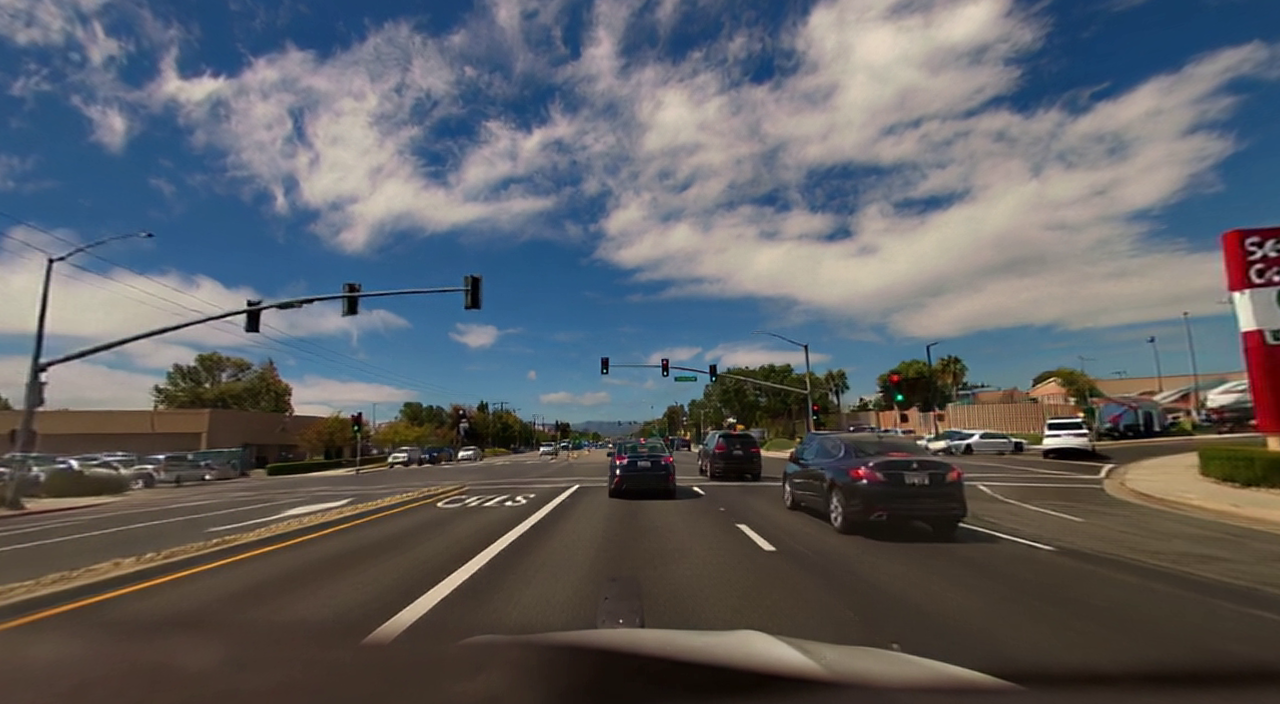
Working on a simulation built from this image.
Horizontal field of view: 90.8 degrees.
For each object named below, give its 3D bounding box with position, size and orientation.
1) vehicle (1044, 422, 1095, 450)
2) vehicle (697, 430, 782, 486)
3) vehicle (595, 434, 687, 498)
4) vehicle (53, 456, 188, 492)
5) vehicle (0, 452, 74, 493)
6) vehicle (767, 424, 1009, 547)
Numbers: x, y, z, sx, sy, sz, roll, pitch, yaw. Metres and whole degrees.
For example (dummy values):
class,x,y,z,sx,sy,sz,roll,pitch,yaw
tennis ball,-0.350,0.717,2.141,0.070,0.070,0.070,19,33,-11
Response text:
class,x,y,z,sx,sy,sz,roll,pitch,yaw
vehicle,33.783,6.647,49.618,2.237,2.063,5.099,-8,-12,43
vehicle,3.154,3.487,21.098,1.973,1.633,4.717,0,-8,-1
vehicle,-0.018,2.951,16.730,2.135,1.468,4.076,0,-8,-1
vehicle,-26.276,6.156,32.108,4.780,1.669,2.232,0,-8,-2
vehicle,-38.397,7.354,38.669,5.135,2.388,2.288,0,-8,-1
vehicle,3.496,1.966,10.060,1.889,1.473,4.643,0,-8,-1
